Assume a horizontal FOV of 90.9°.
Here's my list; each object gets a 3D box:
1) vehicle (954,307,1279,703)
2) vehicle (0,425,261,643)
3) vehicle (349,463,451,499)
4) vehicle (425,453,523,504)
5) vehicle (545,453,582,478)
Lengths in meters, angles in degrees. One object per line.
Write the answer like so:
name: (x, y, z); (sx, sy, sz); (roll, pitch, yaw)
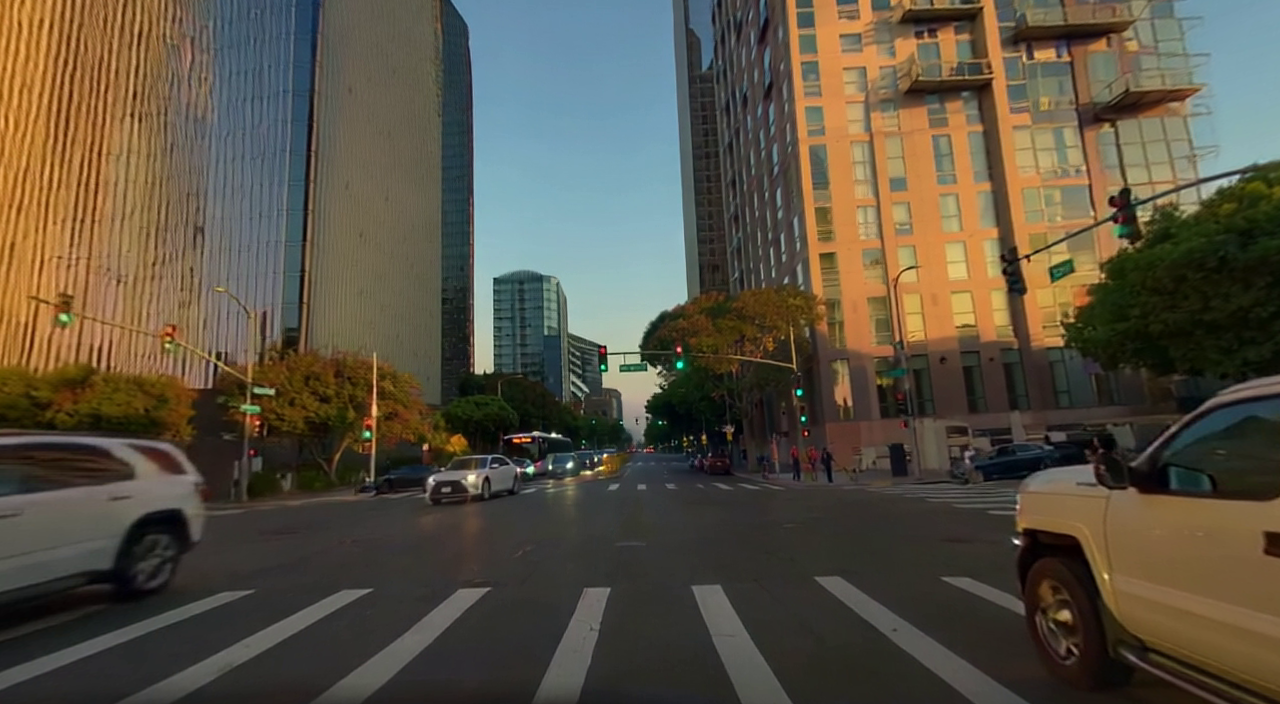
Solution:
vehicle: (3.278, 0.714, 1.756); (2.118, 1.848, 5.426); (0, -8, 2)
vehicle: (-6.047, 1.584, 5.980); (1.990, 1.710, 4.507); (0, -8, 1)
vehicle: (-11.784, 6.342, 31.328); (2.051, 1.468, 4.635); (-3, -9, 22)
vehicle: (-5.478, 4.222, 21.519); (1.956, 1.457, 4.958); (0, -8, 1)
vehicle: (-5.357, 8.022, 44.635); (1.997, 1.610, 4.144); (0, -8, 2)
